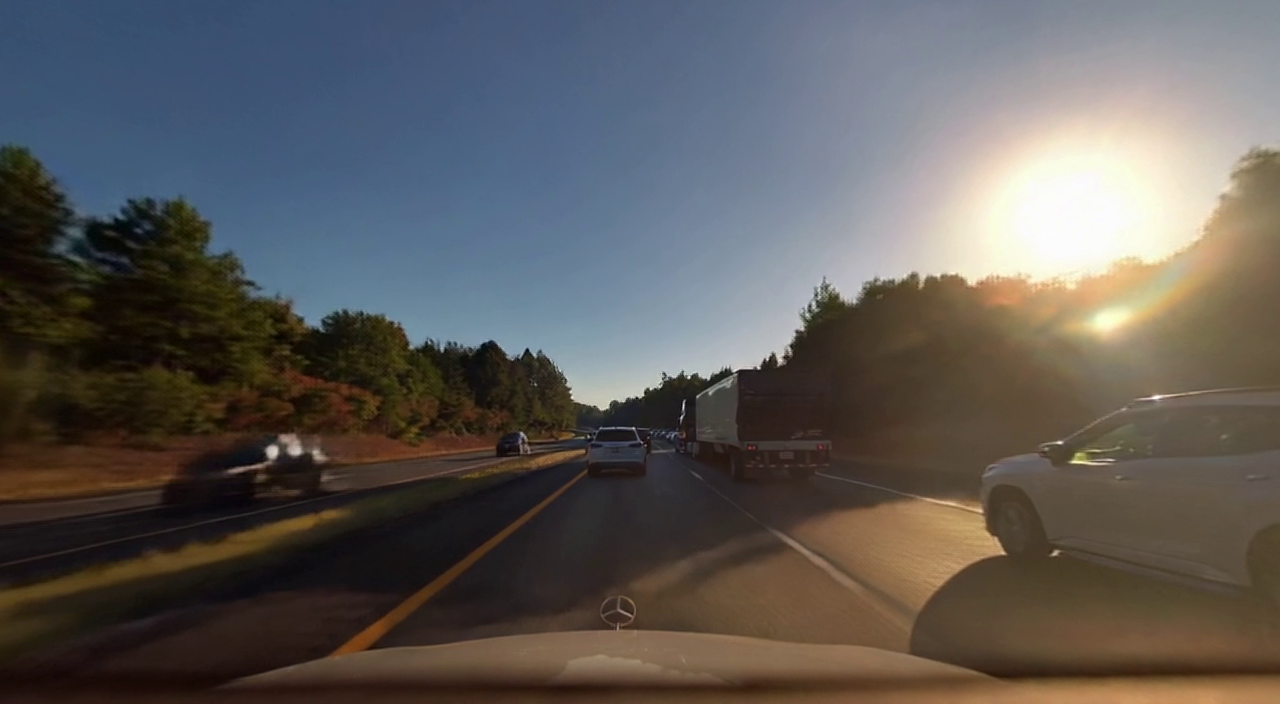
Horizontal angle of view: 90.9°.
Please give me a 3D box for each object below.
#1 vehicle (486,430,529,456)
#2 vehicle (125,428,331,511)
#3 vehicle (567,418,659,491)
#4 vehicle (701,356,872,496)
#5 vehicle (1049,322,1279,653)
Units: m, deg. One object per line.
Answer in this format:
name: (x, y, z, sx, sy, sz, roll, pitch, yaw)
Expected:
vehicle: (-9.273, 6.384, 44.394, 2.012, 1.703, 4.298, 0, -7, 1)
vehicle: (-8.923, 2.529, 14.185, 1.911, 1.570, 4.036, 0, -7, 0)
vehicle: (-0.632, 2.592, 16.398, 2.082, 1.638, 4.055, 0, -7, 0)
vehicle: (3.562, 2.126, 17.867, 2.723, 3.027, 8.478, 0, -7, -1)
vehicle: (4.719, 0.785, 3.648, 2.011, 1.905, 3.905, 0, -7, 0)
